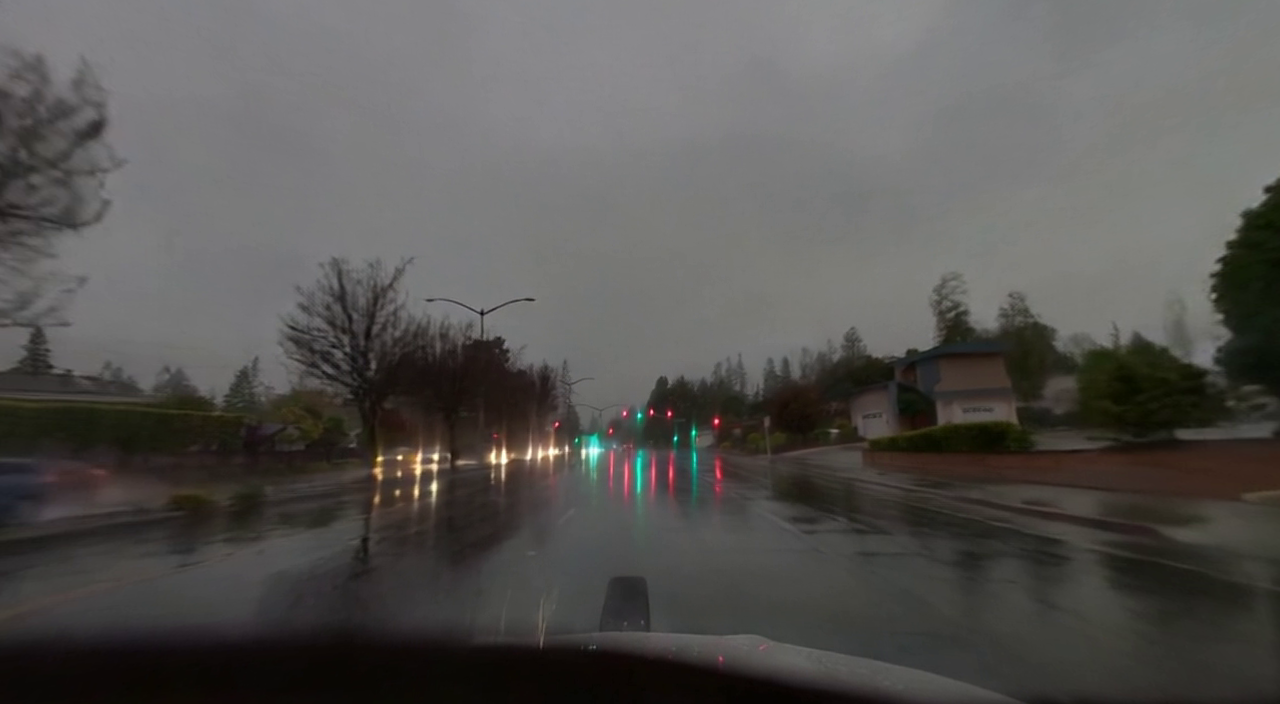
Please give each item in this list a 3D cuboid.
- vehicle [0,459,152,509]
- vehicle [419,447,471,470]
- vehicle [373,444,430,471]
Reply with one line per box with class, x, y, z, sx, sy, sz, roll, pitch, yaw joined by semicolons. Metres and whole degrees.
vehicle;-20.856;4.731;23.051;2.062;1.504;4.877;0;-9;0
vehicle;-13.079;7.145;42.610;1.954;1.457;4.516;-1;-9;2
vehicle;-16.707;7.410;44.480;2.072;1.727;4.786;0;-9;1
